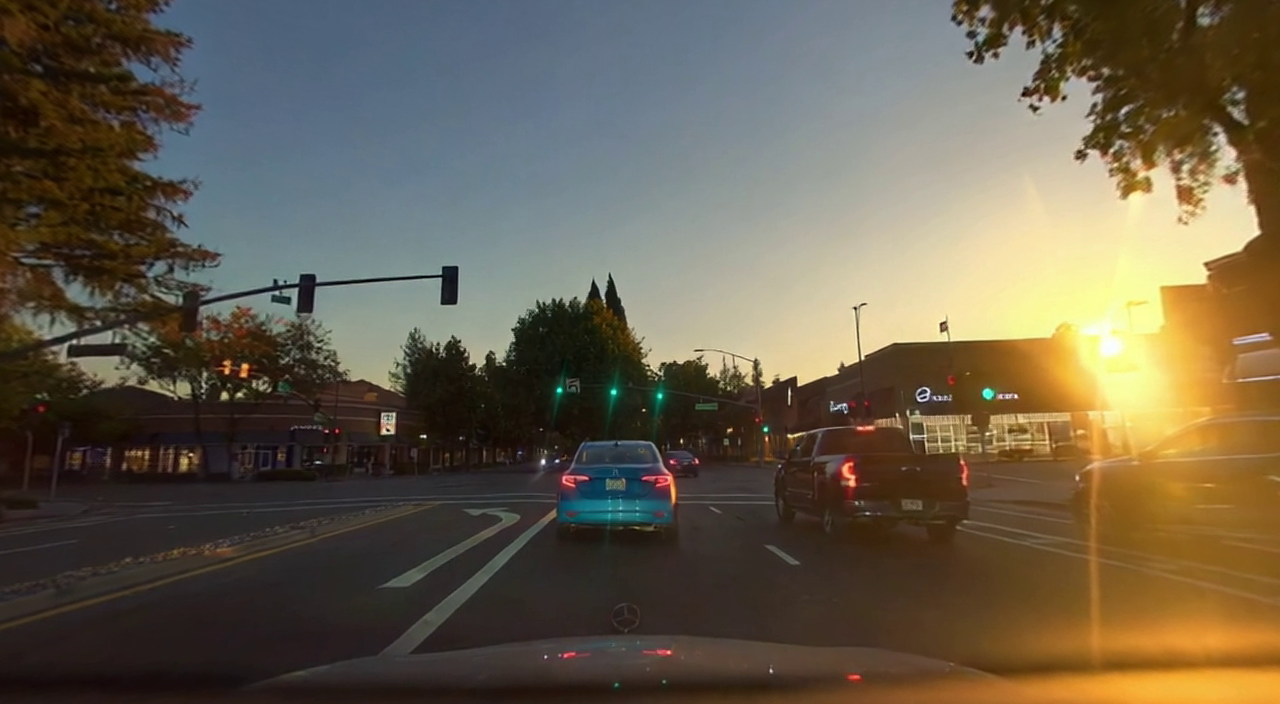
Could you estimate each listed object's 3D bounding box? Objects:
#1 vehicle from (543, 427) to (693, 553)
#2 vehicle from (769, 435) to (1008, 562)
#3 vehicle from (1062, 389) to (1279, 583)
[{"bbox_3d":[-0.313,2.154,10.494,2.037,1.674,3.693,0,-8,0],"label":"vehicle"},{"bbox_3d":[3.583,2.176,10.242,1.955,1.550,4.587,0,-9,-1],"label":"vehicle"},{"bbox_3d":[7.541,1.385,6.605,2.240,1.923,5.678,0,-8,-1],"label":"vehicle"}]
